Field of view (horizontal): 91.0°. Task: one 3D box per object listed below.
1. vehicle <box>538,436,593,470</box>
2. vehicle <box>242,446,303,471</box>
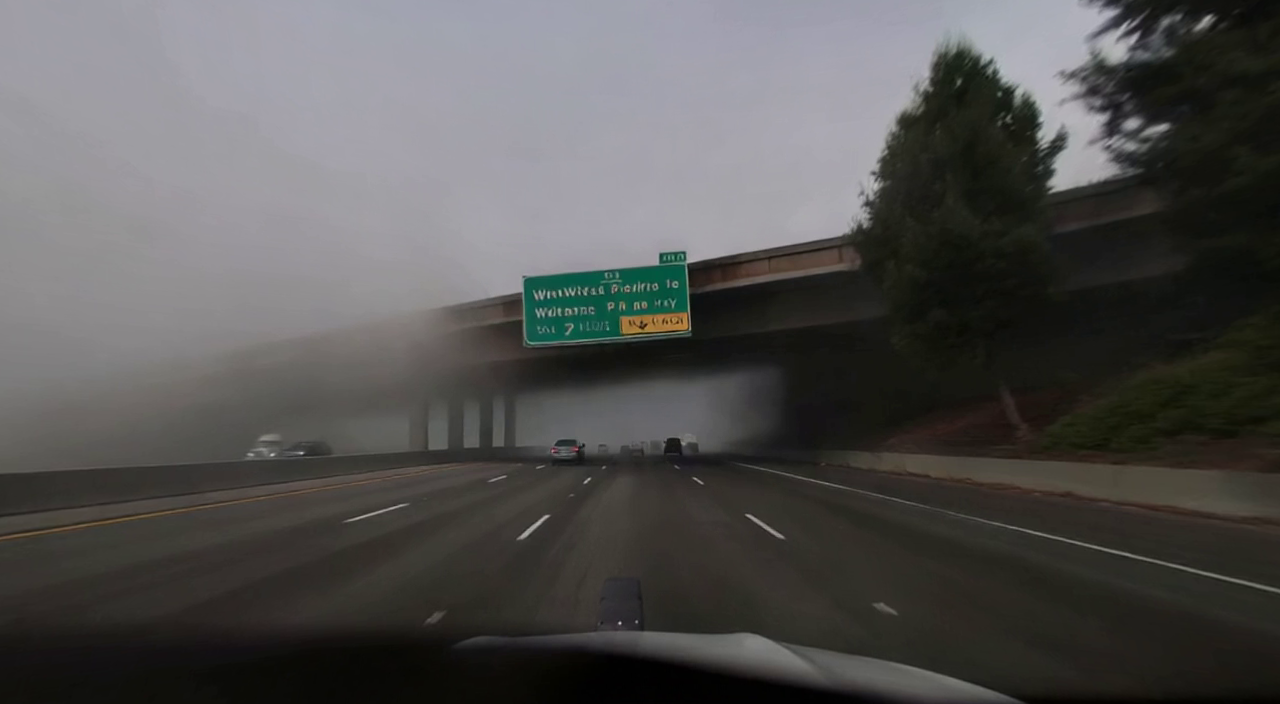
[{"bbox_3d":[-3.470,4.805,30.118,2.066,1.500,4.415,0,-8,0],"label":"vehicle"},{"bbox_3d":[-21.442,6.199,36.859,1.498,1.339,3.334,0,-8,0],"label":"vehicle"}]
